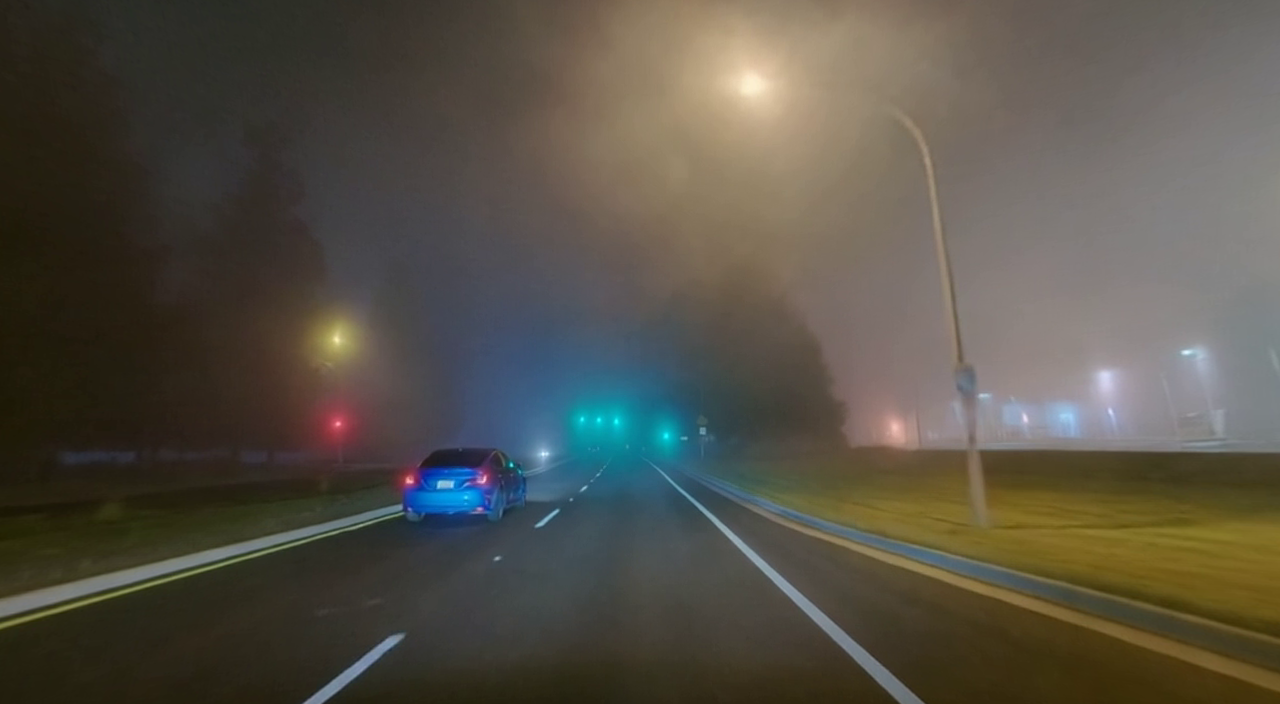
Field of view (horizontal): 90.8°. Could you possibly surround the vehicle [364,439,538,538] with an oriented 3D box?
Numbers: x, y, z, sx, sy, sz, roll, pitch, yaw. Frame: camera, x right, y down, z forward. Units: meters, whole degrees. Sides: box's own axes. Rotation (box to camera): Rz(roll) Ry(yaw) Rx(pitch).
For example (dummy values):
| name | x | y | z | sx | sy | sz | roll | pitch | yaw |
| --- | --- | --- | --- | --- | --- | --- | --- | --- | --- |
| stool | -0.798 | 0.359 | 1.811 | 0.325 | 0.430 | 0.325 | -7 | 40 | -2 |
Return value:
| name | x | y | z | sx | sy | sz | roll | pitch | yaw |
| --- | --- | --- | --- | --- | --- | --- | --- | --- | --- |
| vehicle | -3.214 | 2.379 | 11.699 | 1.964 | 1.472 | 4.078 | 0 | -8 | 0 |
